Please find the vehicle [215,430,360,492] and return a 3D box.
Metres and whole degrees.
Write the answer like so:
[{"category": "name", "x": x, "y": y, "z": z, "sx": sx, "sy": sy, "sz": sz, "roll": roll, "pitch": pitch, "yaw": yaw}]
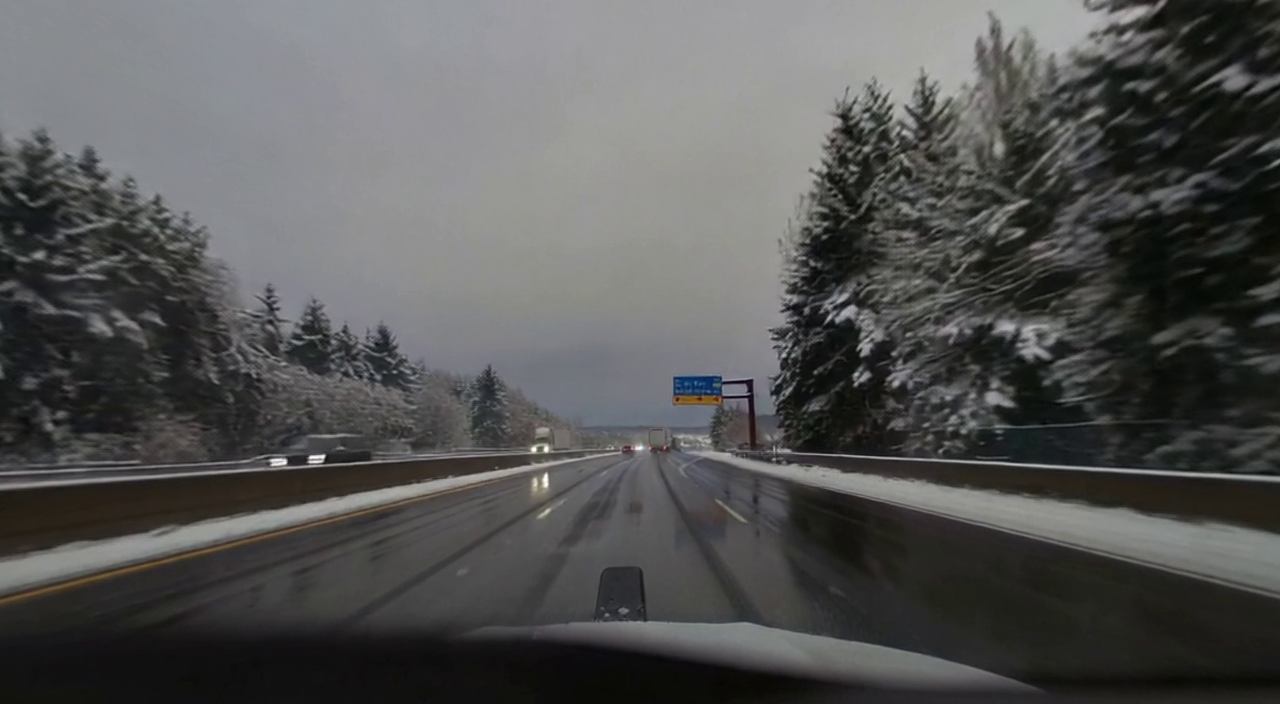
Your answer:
[{"category": "vehicle", "x": -11.862, "y": 3.718, "z": 21.728, "sx": 2.021, "sy": 1.855, "sz": 5.059, "roll": 0, "pitch": -9, "yaw": 1}]
